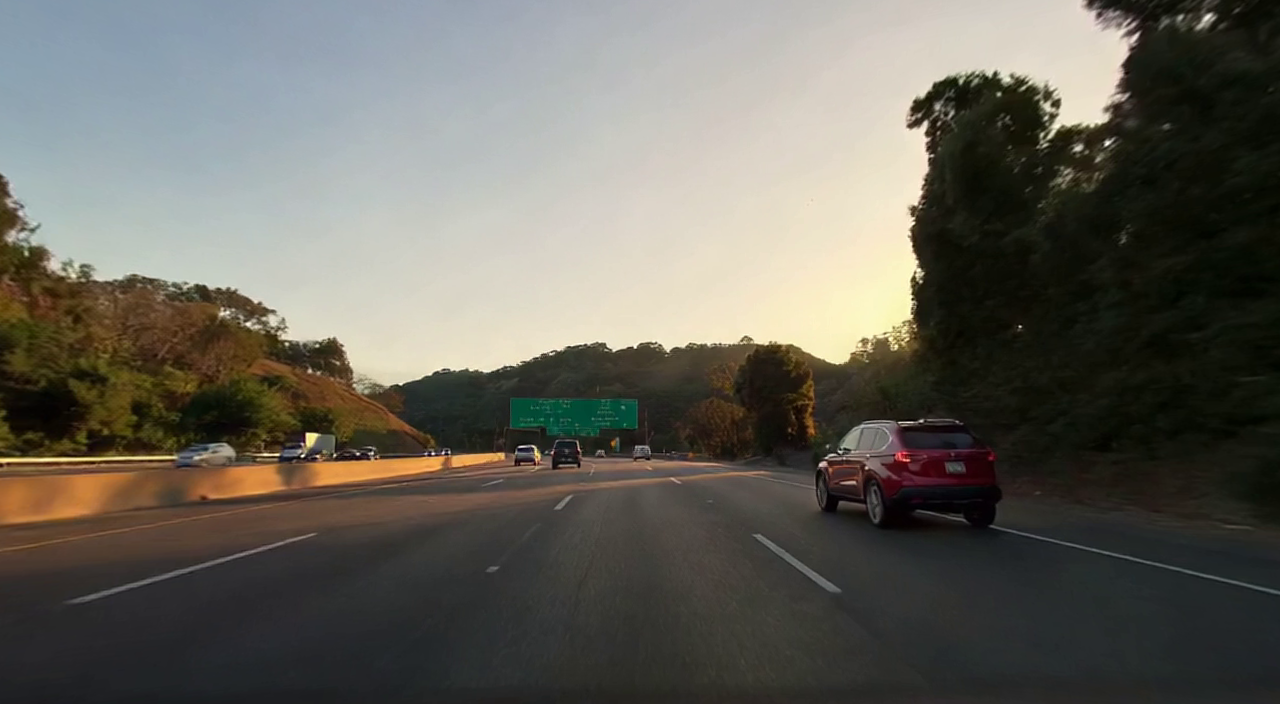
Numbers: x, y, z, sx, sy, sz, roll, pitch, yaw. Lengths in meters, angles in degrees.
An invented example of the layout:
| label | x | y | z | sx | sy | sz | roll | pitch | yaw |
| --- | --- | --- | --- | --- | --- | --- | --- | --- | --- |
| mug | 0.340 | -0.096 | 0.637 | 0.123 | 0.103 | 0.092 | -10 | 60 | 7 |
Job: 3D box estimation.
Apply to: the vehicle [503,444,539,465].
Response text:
| label | x | y | z | sx | sy | sz | roll | pitch | yaw |
| --- | --- | --- | --- | --- | --- | --- | --- | --- | --- |
| vehicle | -9.322 | 8.094 | 49.812 | 2.113 | 1.551 | 4.898 | 0 | -9 | -3 |

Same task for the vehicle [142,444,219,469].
| label | x | y | z | sx | sy | sz | roll | pitch | yaw |
| --- | --- | --- | --- | --- | --- | --- | --- | --- | --- |
| vehicle | -28.929 | 6.561 | 39.934 | 1.751 | 1.477 | 4.430 | 0 | -9 | -4 |

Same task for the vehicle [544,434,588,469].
| label | x | y | z | sx | sy | sz | roll | pitch | yaw |
| --- | --- | --- | --- | --- | --- | --- | --- | --- | --- |
| vehicle | -4.878 | 6.667 | 42.412 | 2.537 | 2.121 | 5.251 | 0 | -9 | -2 |

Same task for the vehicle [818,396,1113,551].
| label | x | y | z | sx | sy | sz | roll | pitch | yaw |
| --- | --- | --- | --- | --- | --- | --- | --- | --- | --- |
| vehicle | 4.735 | 1.873 | 10.316 | 2.103 | 1.903 | 4.837 | 0 | -9 | -1 |
